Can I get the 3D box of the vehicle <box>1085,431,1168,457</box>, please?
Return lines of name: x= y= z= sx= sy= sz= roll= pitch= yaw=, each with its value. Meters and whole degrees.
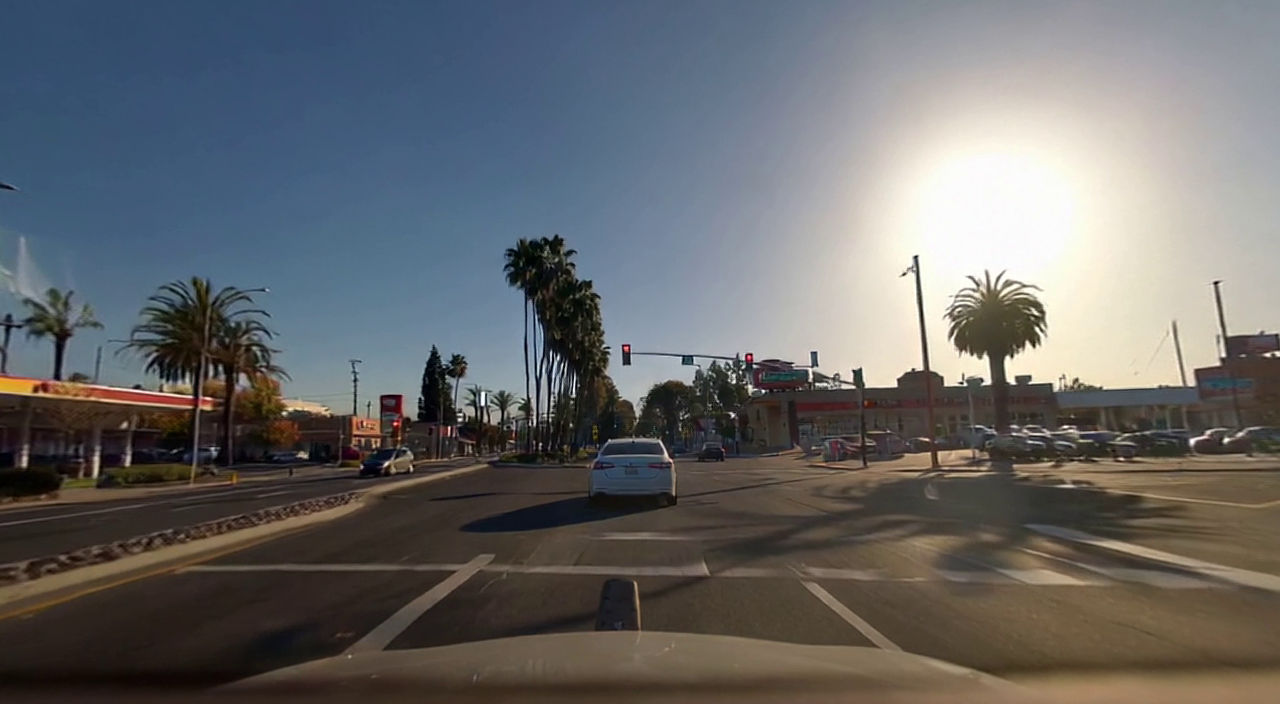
vehicle: x=31.930 y=6.076 z=41.643 sx=1.903 sy=1.630 sz=4.320 roll=0 pitch=-8 yaw=-2

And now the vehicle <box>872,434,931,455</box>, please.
vehicle: x=19.682 y=6.984 z=47.647 sx=3.833 sy=1.495 sz=1.892 roll=-2 pitch=-9 yaw=15

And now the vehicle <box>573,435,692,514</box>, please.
vehicle: x=-0.146 y=2.678 z=14.390 sx=2.270 sy=1.475 sz=4.571 roll=0 pitch=-8 yaw=0

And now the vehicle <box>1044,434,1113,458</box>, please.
vehicle: x=28.941 y=6.226 z=41.838 sx=1.848 sy=1.467 sz=3.941 roll=-1 pitch=-8 yaw=3

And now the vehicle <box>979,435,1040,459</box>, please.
vehicle: x=24.408 y=6.283 z=41.850 sx=1.738 sy=1.462 sz=3.609 roll=0 pitch=-8 yaw=-1

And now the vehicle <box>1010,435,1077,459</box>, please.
vehicle: x=26.471 y=6.231 z=41.610 sx=1.923 sy=1.501 sz=3.849 roll=0 pitch=-8 yaw=2

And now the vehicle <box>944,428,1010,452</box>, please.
vehicle: x=24.716 y=6.487 z=46.417 sx=3.783 sy=1.560 sz=1.853 roll=-4 pitch=-10 yaw=13

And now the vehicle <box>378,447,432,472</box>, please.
vehicle: x=-15.478 y=7.102 z=41.868 sx=1.896 sy=1.508 sz=4.659 roll=0 pitch=-8 yaw=-1
